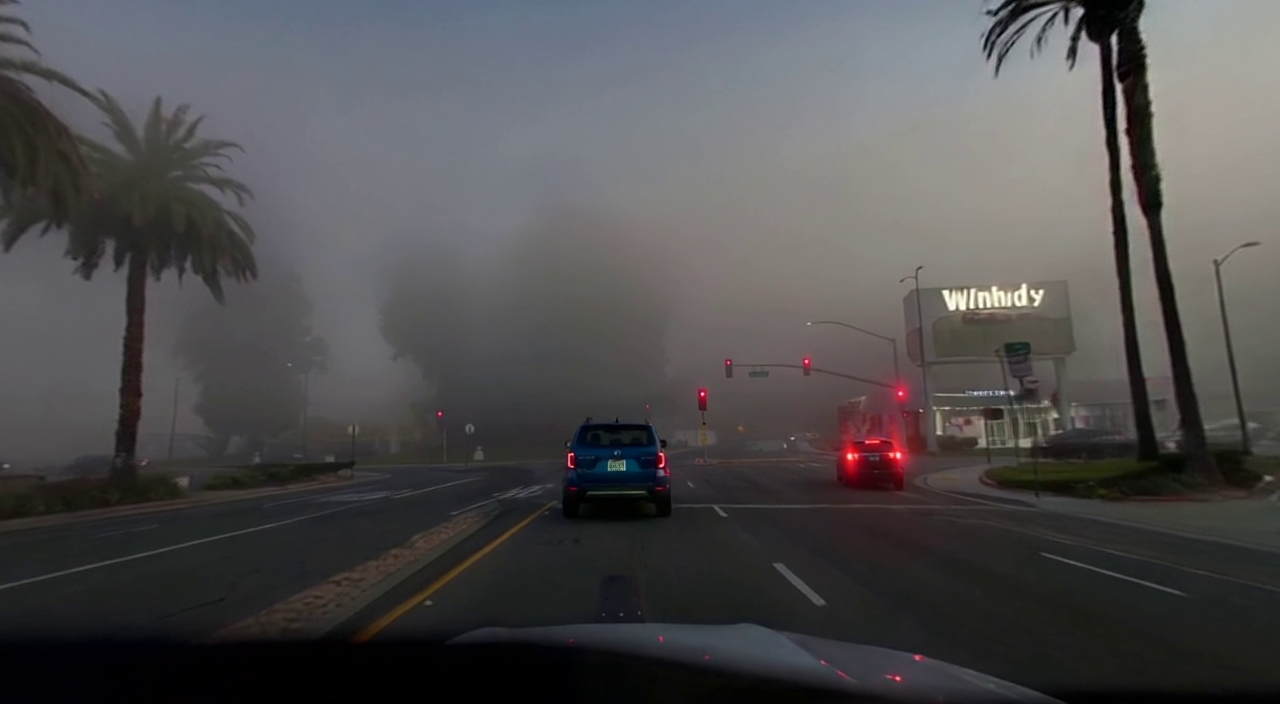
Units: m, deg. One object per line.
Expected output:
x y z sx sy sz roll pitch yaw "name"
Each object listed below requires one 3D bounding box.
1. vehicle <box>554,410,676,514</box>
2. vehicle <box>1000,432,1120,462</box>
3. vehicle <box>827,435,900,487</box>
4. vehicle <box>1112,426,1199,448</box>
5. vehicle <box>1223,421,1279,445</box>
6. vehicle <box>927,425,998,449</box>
-0.462 2.394 14.155 2.263 1.932 4.709 0 -8 0 "vehicle"
21.229 4.804 32.041 4.745 1.474 1.923 0 -8 -3 "vehicle"
7.604 3.718 21.929 2.086 1.560 4.542 -2 -9 16 "vehicle"
36.767 6.100 45.224 4.551 1.471 1.800 -5 -10 32 "vehicle"
39.512 5.065 39.246 4.527 1.458 1.778 -6 -10 34 "vehicle"
25.007 6.641 49.021 4.641 1.778 1.958 -6 -10 33 "vehicle"
